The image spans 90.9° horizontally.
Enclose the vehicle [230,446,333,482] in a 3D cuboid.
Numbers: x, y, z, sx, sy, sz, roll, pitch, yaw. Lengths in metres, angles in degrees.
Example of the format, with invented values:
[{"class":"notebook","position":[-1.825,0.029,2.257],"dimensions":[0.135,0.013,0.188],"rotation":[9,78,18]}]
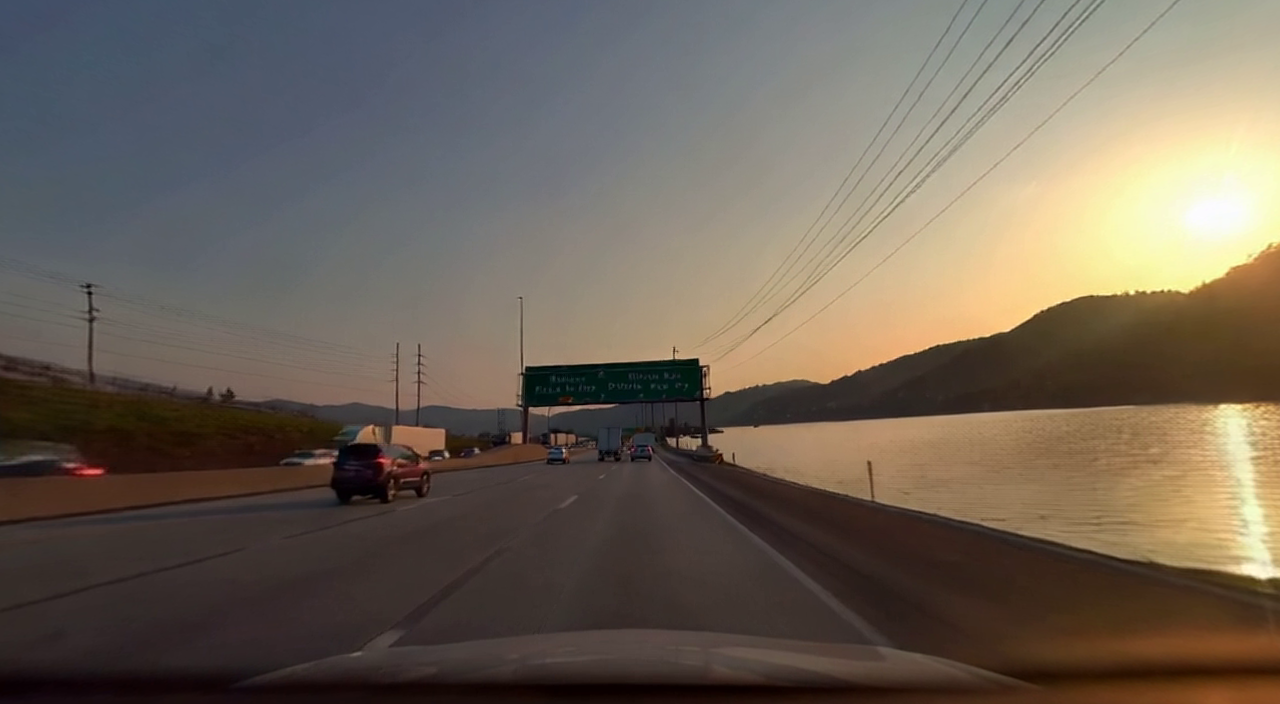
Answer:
[{"class":"vehicle","position":[-16.990,5.311,30.228],"dimensions":[2.008,1.534,4.910],"rotation":[-1,-9,1]}]

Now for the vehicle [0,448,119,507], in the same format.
[{"class":"vehicle","position":[-21.281,4.253,21.762],"dimensions":[2.518,1.848,4.807],"rotation":[-1,-9,-1]}]
